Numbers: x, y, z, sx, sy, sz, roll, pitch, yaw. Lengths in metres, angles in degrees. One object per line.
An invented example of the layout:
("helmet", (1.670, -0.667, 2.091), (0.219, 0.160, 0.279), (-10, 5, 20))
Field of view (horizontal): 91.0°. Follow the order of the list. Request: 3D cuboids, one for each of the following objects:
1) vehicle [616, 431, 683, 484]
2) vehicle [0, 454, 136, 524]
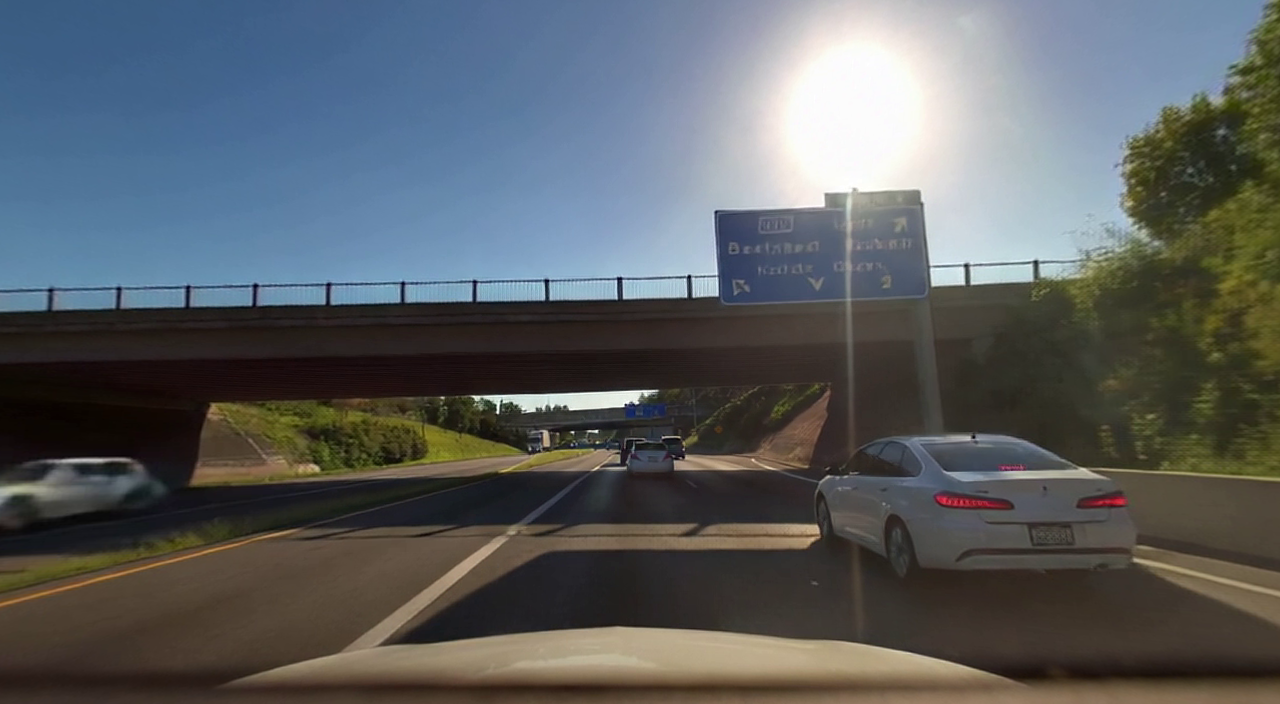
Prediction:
("vehicle", (0.220, 3.634, 21.942), (2.092, 1.636, 4.024), (0, -8, -2))
("vehicle", (-14.974, 3.254, 15.210), (1.876, 1.450, 4.551), (0, -8, -1))
